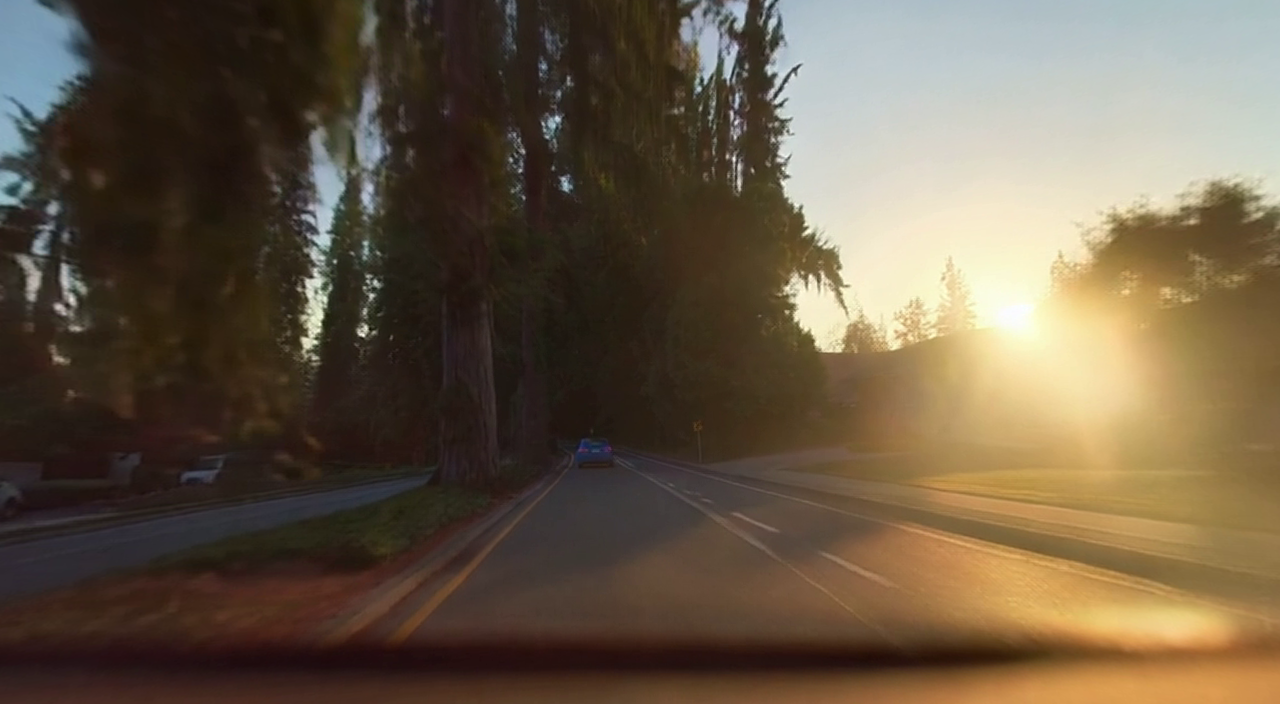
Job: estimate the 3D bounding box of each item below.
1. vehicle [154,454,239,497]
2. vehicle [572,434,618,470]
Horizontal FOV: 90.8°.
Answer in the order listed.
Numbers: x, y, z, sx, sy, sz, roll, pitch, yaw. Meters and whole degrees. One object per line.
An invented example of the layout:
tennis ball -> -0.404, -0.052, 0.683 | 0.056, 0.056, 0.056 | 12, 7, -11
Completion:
vehicle -> -24.405, 6.755, 35.036 | 2.076, 2.085, 5.241 | 1, -8, -15
vehicle -> -2.394, 5.135, 32.699 | 2.216, 1.708, 4.110 | 0, -8, -6
